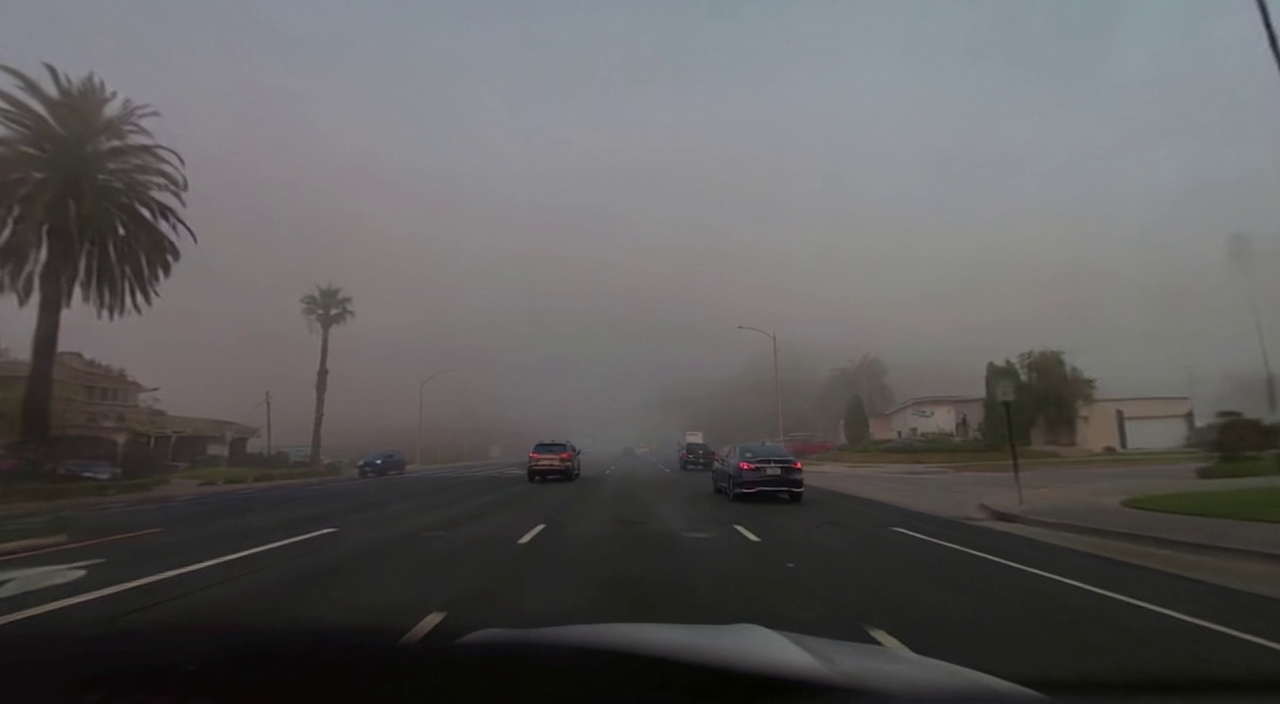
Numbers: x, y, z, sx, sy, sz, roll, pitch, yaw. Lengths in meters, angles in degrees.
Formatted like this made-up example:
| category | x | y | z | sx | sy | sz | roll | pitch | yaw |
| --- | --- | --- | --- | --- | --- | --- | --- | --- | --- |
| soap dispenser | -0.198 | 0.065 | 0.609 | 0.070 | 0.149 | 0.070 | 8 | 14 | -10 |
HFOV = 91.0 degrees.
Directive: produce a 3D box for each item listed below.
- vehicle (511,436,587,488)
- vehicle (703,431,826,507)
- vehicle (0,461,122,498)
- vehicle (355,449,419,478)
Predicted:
| category | x | y | z | sx | sy | sz | roll | pitch | yaw |
| --- | --- | --- | --- | --- | --- | --- | --- | --- | --- |
| vehicle | -3.210 | 4.013 | 23.299 | 2.084 | 1.735 | 4.528 | 0 | -8 | 1 |
| vehicle | 3.019 | 2.947 | 16.253 | 2.084 | 1.682 | 4.148 | 1 | -9 | -3 |
| vehicle | -28.920 | 6.295 | 31.209 | 4.586 | 1.513 | 1.973 | -2 | -9 | -3 |
| vehicle | -18.182 | 8.014 | 45.543 | 2.221 | 1.921 | 5.743 | 0 | -9 | 1 |
